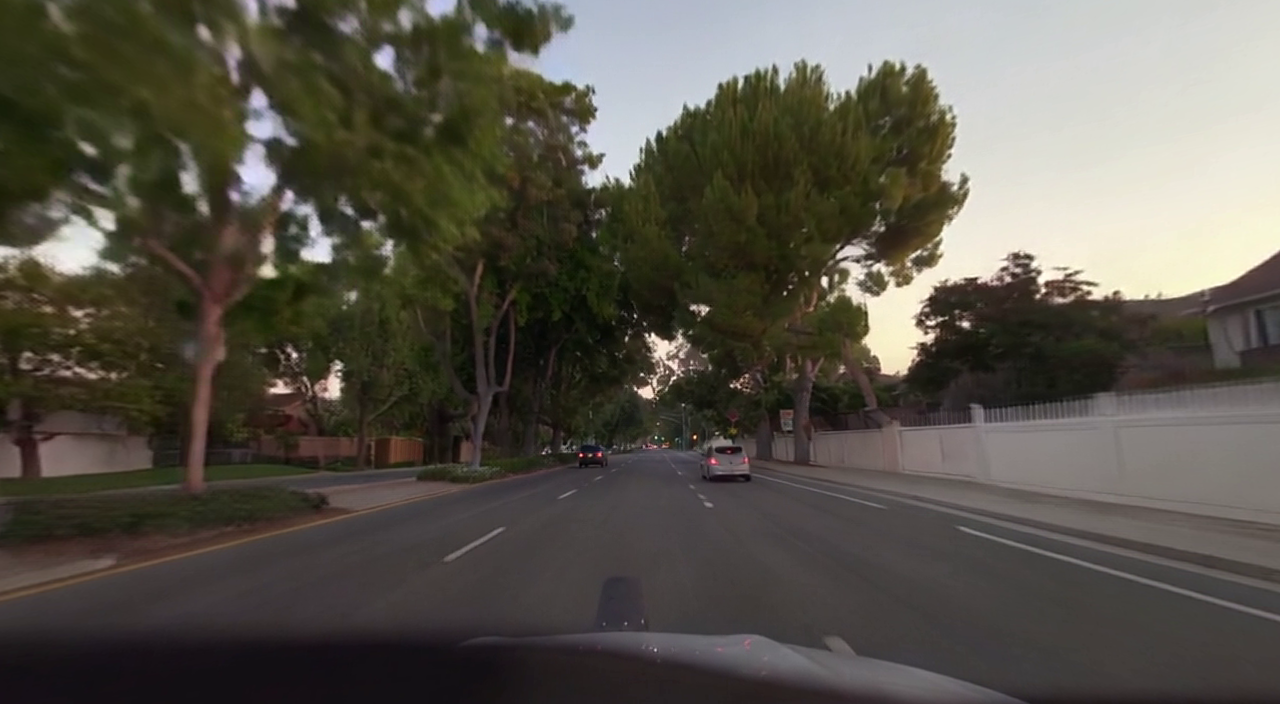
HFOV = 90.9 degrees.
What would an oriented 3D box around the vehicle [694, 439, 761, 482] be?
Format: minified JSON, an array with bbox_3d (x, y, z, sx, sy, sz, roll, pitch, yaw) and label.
[{"bbox_3d":[3.279,4.181,24.526,1.992,1.511,4.464,0,-9,0],"label":"vehicle"}]

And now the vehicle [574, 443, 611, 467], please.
[{"bbox_3d":[-3.104,6.846,41.868,2.011,1.480,4.517,0,-9,2],"label":"vehicle"}]
